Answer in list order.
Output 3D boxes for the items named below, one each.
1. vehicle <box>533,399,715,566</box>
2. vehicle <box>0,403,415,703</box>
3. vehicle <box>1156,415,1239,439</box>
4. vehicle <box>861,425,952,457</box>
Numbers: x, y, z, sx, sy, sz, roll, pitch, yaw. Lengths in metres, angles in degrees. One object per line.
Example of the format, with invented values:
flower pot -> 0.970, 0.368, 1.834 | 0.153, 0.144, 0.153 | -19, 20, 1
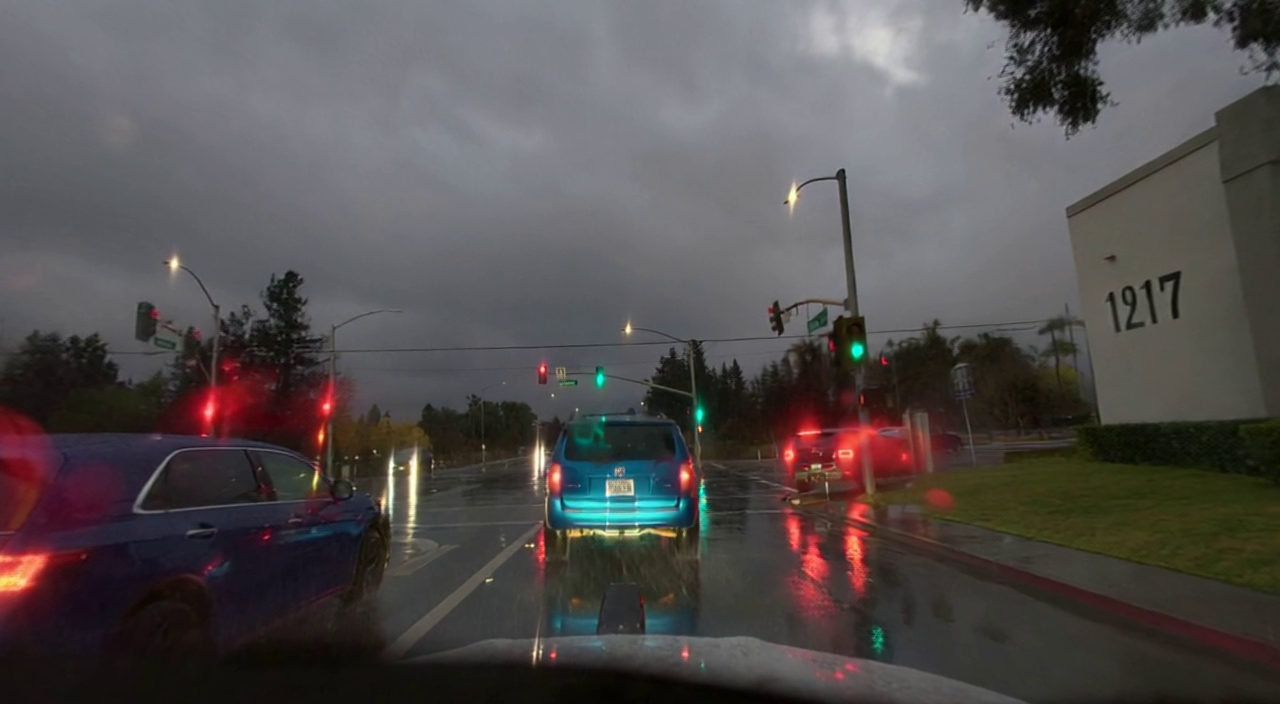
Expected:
vehicle -> -0.180, 1.797, 9.374 | 2.059, 1.877, 4.249 | 0, -8, 0
vehicle -> -3.380, 1.270, 4.608 | 2.011, 1.527, 4.008 | 0, -8, -1
vehicle -> 35.670, 4.836, 40.435 | 4.509, 1.487, 1.915 | 3, -9, -20
vehicle -> 13.575, 4.554, 32.258 | 3.830, 1.545, 2.006 | 3, -9, -18
